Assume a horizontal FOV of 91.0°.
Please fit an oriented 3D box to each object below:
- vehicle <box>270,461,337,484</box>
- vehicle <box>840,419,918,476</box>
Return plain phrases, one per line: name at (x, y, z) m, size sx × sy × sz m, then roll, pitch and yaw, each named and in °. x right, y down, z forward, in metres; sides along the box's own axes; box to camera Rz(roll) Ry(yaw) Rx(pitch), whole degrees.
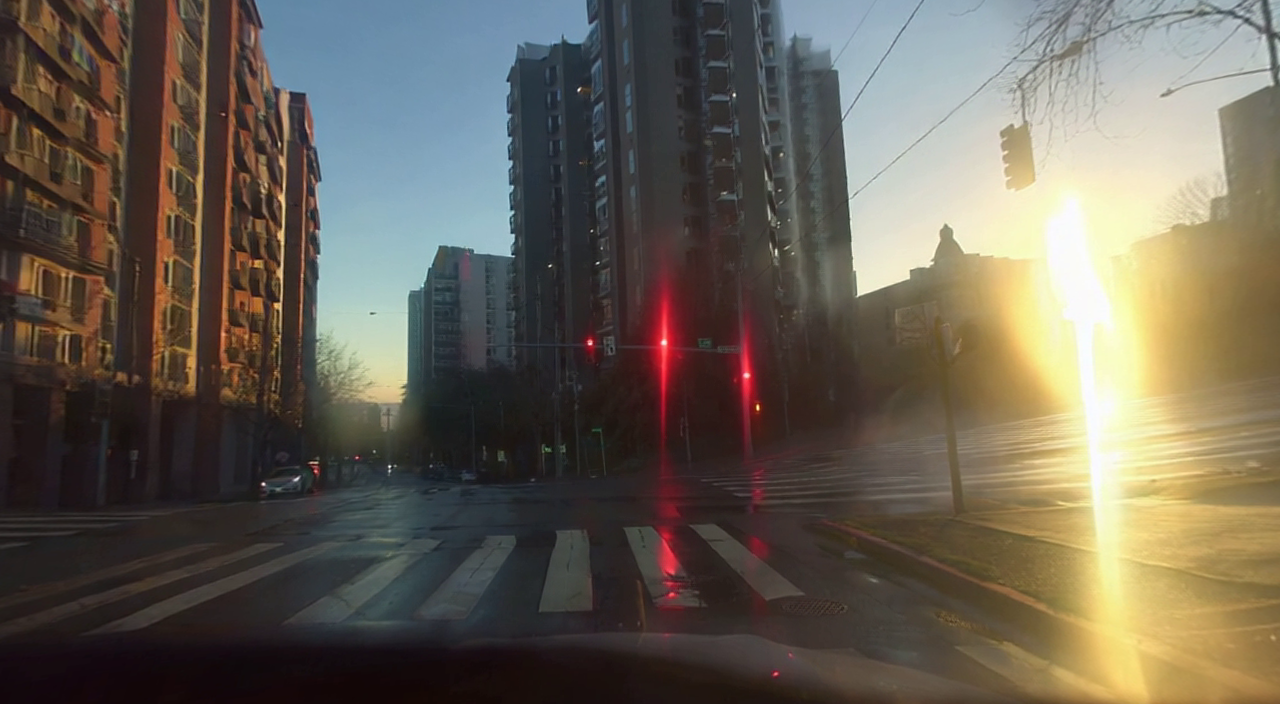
vehicle at (-24.683, 8.842, 46.284) m, size 3.882 × 1.600 × 1.768 m, roll 0°, pitch -9°, yaw 2°
vehicle at (14.085, 5.710, 37.687) m, size 2.948 × 3.071 × 7.295 m, roll -2°, pitch -9°, yaw 10°
